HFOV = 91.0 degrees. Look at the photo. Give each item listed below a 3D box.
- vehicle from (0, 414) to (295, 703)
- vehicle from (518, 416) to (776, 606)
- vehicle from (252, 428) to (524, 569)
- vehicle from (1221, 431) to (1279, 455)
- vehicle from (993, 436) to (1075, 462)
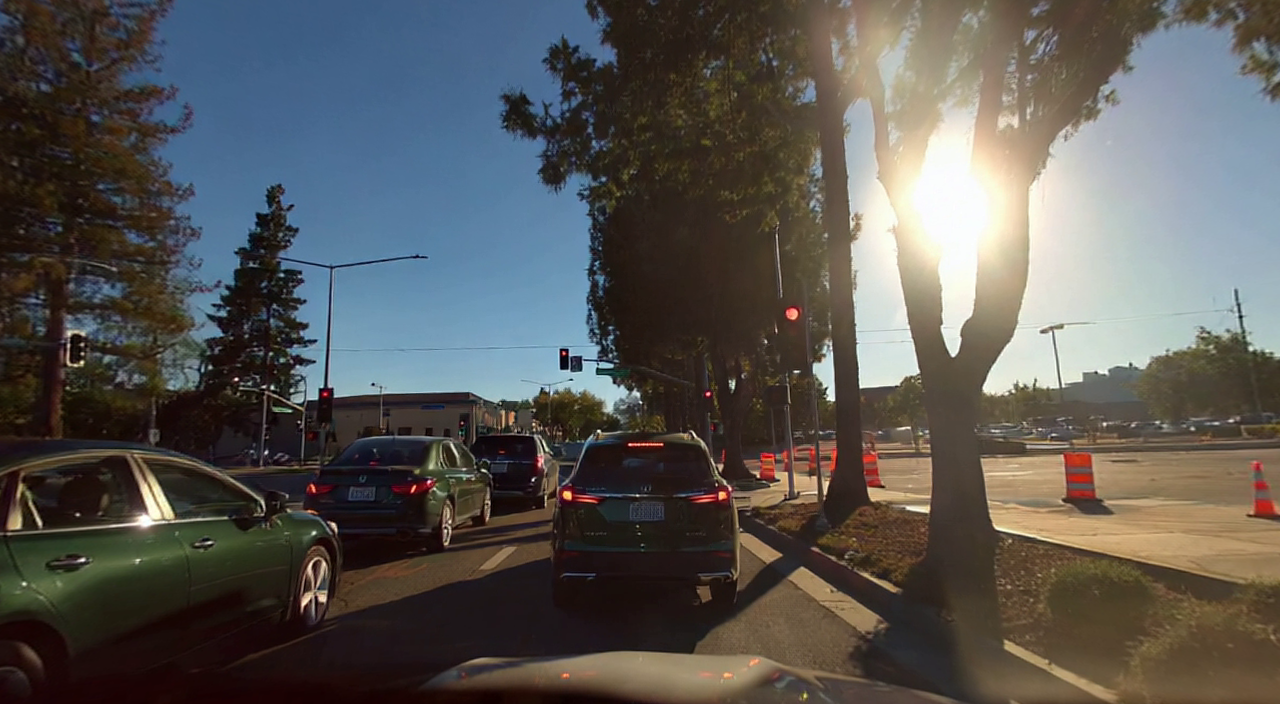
[{"bbox_3d":[-3.592,0.943,2.159,2.064,1.497,4.722,0,-9,1],"label":"vehicle"},{"bbox_3d":[0.102,1.622,7.219,2.167,1.560,3.676,0,-9,1],"label":"vehicle"},{"bbox_3d":[-3.273,2.000,9.450,1.989,1.541,4.626,0,-9,2],"label":"vehicle"},{"bbox_3d":[41.135,5.932,40.883,4.807,1.504,1.837,0,-9,1],"label":"vehicle"},{"bbox_3d":[25.523,6.285,40.833,4.051,1.583,1.794,0,-9,1],"label":"vehicle"}]
